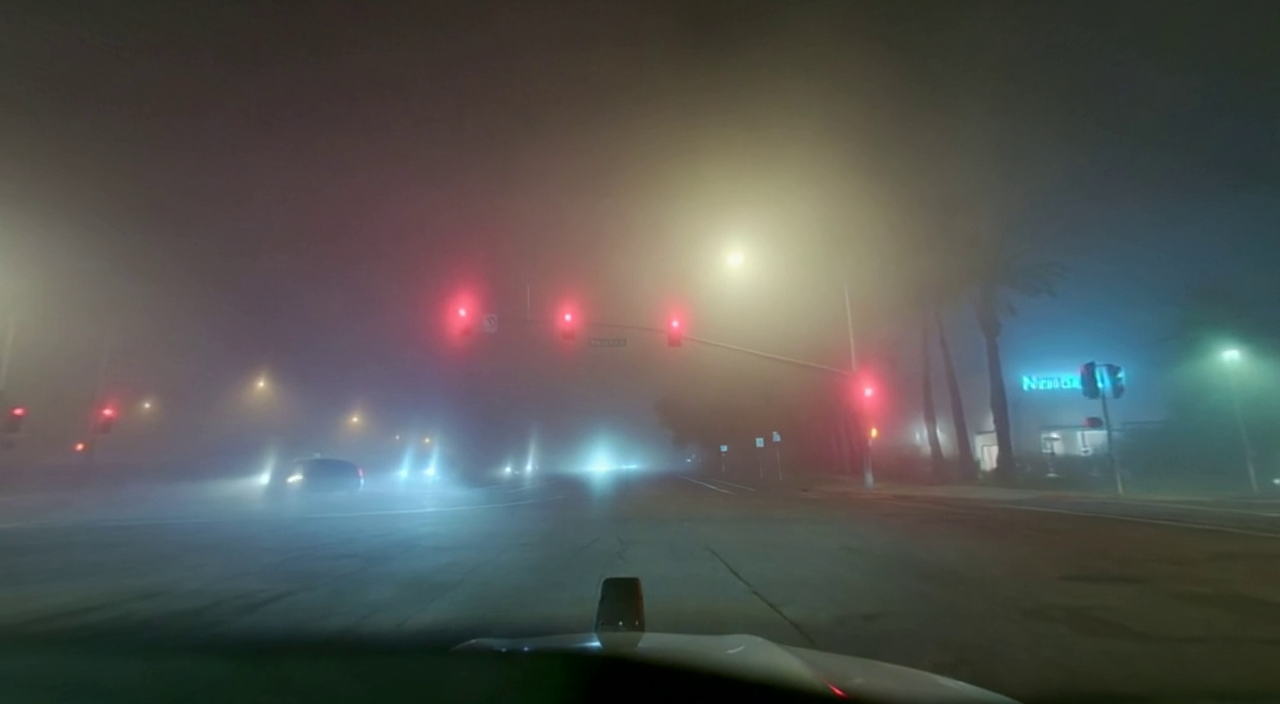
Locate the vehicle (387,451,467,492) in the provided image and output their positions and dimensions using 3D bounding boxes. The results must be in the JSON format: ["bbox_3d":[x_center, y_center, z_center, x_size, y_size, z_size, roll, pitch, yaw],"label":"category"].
[{"bbox_3d":[-9.512,5.361,28.646,2.074,1.681,4.417,0,-9,1],"label":"vehicle"}]

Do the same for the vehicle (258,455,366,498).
[{"bbox_3d":[-13.857,5.248,27.040,1.995,1.632,4.609,-1,-9,2],"label":"vehicle"}]
